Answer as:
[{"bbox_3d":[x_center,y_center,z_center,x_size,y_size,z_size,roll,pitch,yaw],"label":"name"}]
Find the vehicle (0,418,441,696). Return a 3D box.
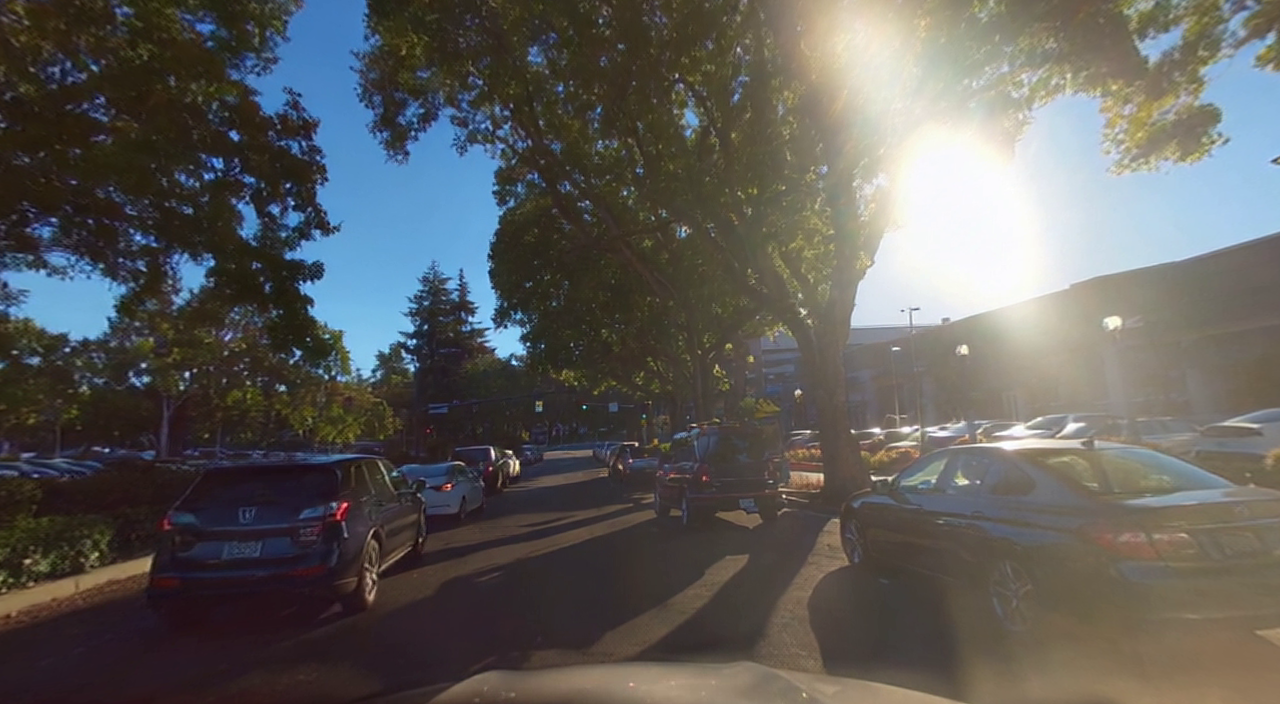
[{"bbox_3d":[-3.036,1.460,5.824,1.968,1.497,4.286,2,-9,-14],"label":"vehicle"}]

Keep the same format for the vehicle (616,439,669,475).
[{"bbox_3d":[0.017,4.806,29.135,1.910,1.493,4.490,1,-8,-6],"label":"vehicle"}]

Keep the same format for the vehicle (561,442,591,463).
[{"bbox_3d":[-4.726,7.389,46.495,2.095,1.473,4.301,1,-8,-6],"label":"vehicle"}]

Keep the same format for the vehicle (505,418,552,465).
[{"bbox_3d":[-8.378,6.873,48.306,2.820,3.263,7.986,1,-8,-5],"label":"vehicle"}]

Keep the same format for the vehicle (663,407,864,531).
[{"bbox_3d":[2.050,2.243,12.769,2.324,1.907,5.634,1,-8,-7],"label":"vehicle"}]

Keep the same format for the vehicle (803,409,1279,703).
[{"bbox_3d":[3.240,1.387,5.533,1.904,1.494,4.864,1,-8,-6],"label":"vehicle"}]
